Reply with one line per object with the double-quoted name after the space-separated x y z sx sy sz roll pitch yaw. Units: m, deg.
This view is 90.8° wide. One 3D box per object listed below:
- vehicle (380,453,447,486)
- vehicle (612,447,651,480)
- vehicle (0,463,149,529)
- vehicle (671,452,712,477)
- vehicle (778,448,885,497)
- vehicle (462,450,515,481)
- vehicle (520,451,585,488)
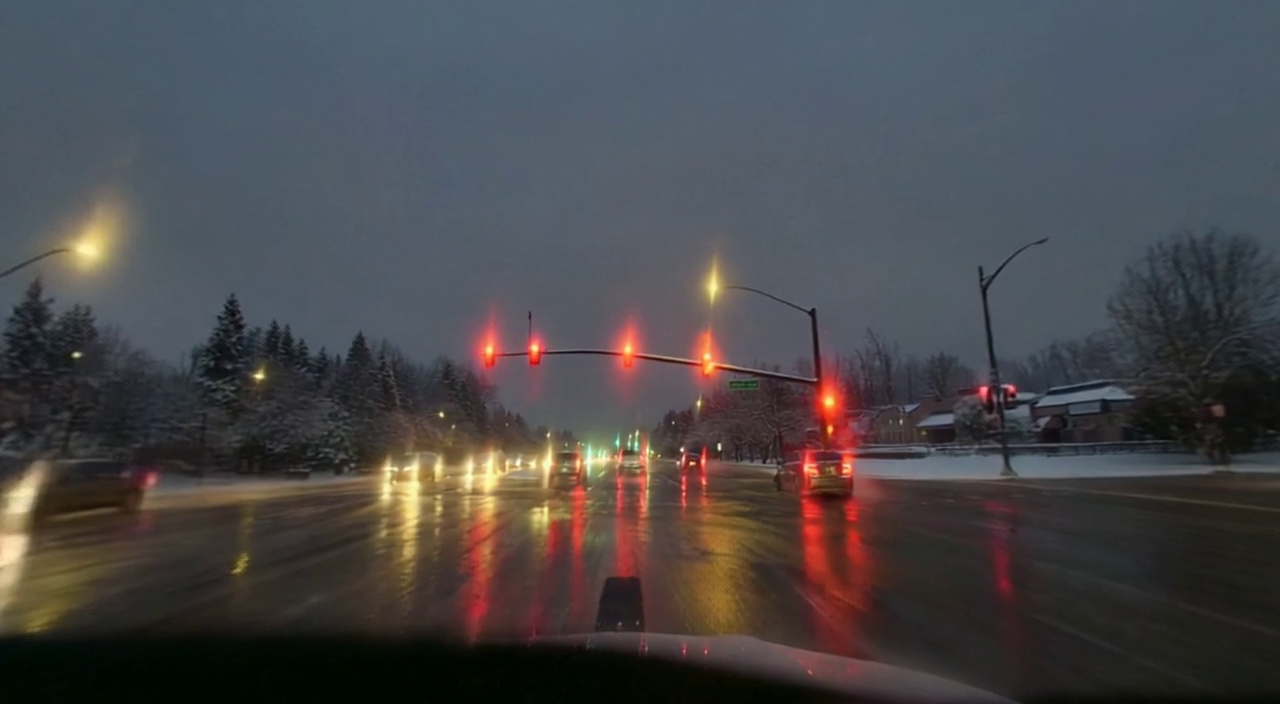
-12.194 6.336 34.309 1.975 1.450 4.561 -5 -9 -1 "vehicle"
-0.432 6.185 35.301 2.008 1.716 4.125 0 -9 0 "vehicle"
-15.836 3.760 16.962 1.893 1.429 4.188 0 -9 1 "vehicle"
3.048 6.825 38.477 2.014 1.430 4.103 0 -9 -2 "vehicle"
6.201 3.941 21.112 2.028 1.451 4.625 0 -9 -2 "vehicle"
-8.993 6.709 37.735 1.929 1.492 4.430 -5 -8 1 "vehicle"
-3.737 5.115 27.818 2.163 1.474 4.413 0 -9 1 "vehicle"
